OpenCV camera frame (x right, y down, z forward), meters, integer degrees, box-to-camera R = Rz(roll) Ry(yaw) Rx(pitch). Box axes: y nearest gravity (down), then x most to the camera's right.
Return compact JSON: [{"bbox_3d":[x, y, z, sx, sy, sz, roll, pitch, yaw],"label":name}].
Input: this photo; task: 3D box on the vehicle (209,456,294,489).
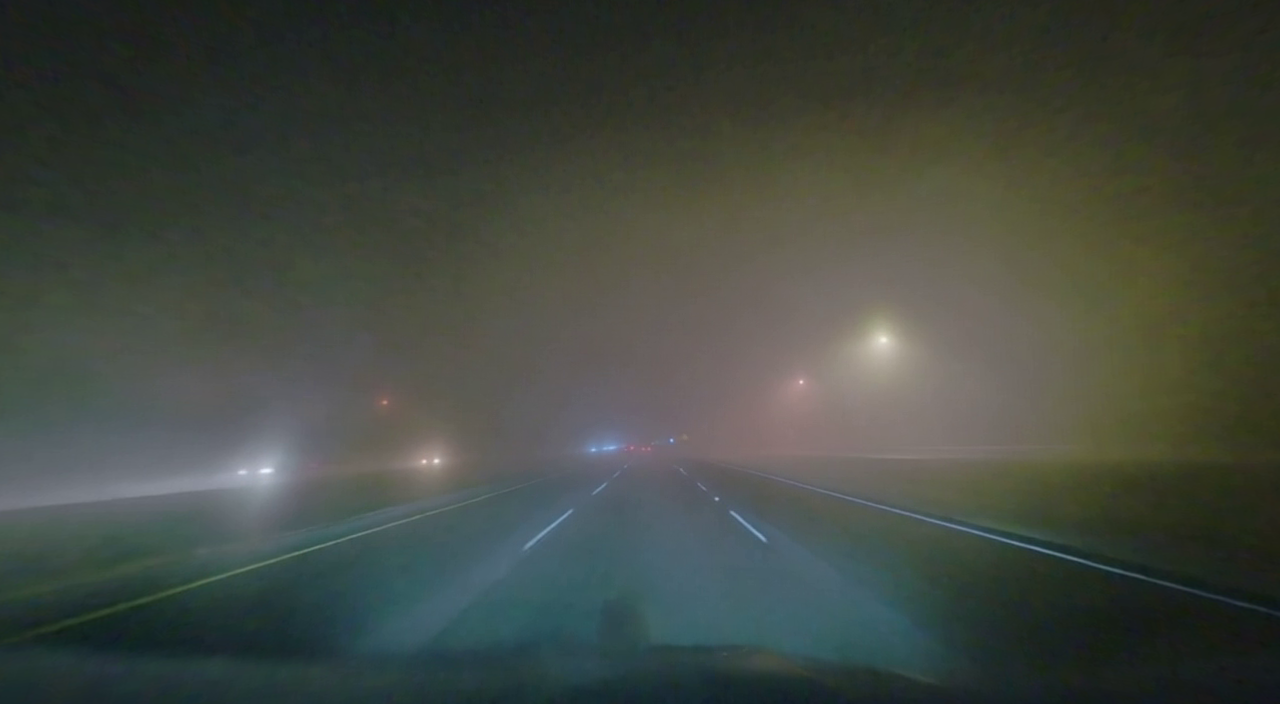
[{"bbox_3d":[-20.853,6.471,34.073,1.841,1.547,4.275,-1,-9,1],"label":"vehicle"}]
